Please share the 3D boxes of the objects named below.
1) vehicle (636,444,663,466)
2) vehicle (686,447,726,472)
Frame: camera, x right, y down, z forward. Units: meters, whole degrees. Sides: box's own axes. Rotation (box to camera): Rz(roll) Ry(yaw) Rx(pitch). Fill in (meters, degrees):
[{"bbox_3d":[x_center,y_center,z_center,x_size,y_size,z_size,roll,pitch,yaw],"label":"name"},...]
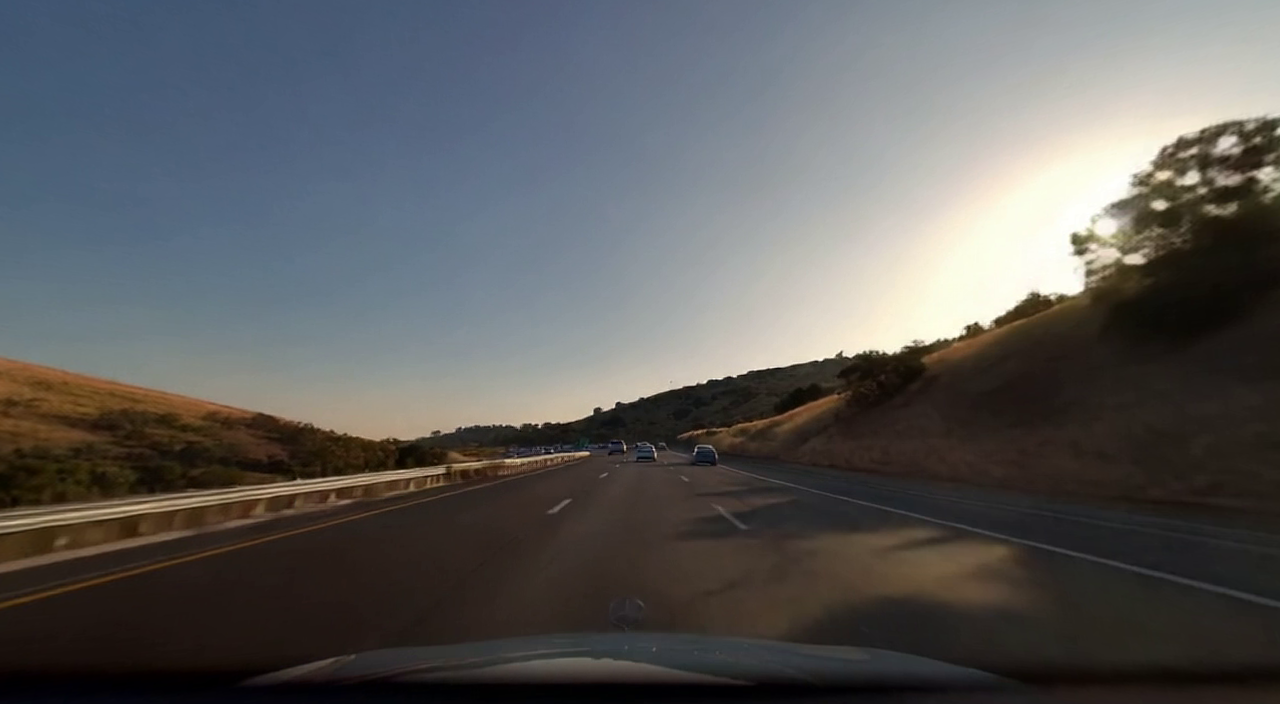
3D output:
[{"bbox_3d":[0.700,8.068,49.534,1.986,1.576,4.312,0,-8,0],"label":"vehicle"},{"bbox_3d":[3.870,6.377,37.646,1.976,1.352,3.602,0,-8,0],"label":"vehicle"}]
